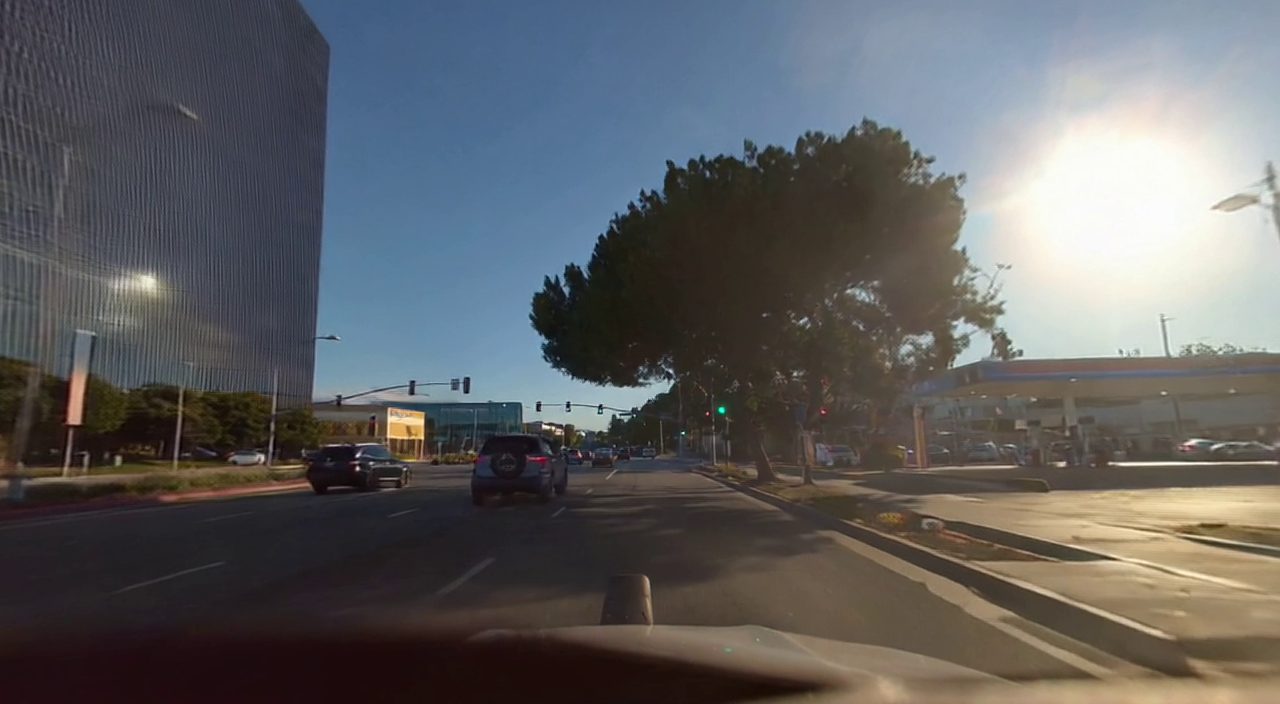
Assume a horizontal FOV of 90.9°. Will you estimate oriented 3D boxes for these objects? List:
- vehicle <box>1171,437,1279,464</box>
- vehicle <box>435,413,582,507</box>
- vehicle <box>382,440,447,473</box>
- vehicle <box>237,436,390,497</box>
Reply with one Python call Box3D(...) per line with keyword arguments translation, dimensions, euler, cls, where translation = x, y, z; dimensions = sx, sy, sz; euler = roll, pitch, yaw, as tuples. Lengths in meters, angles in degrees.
Box3D(translation=(43.528, 7.304, 46.883), dimensions=(5.651, 1.907, 2.097), euler=(-3, -9, 17), cls="vehicle")
Box3D(translation=(-3.275, 2.916, 17.522), dimensions=(2.602, 2.091, 6.347), euler=(0, -8, 1), cls="vehicle")
Box3D(translation=(-11.933, 5.555, 33.663), dimensions=(1.875, 1.624, 4.151), euler=(0, -8, 1), cls="vehicle")
Box3D(translation=(-9.365, 3.300, 18.638), dimensions=(1.965, 1.541, 4.718), euler=(0, -8, 1), cls="vehicle")
